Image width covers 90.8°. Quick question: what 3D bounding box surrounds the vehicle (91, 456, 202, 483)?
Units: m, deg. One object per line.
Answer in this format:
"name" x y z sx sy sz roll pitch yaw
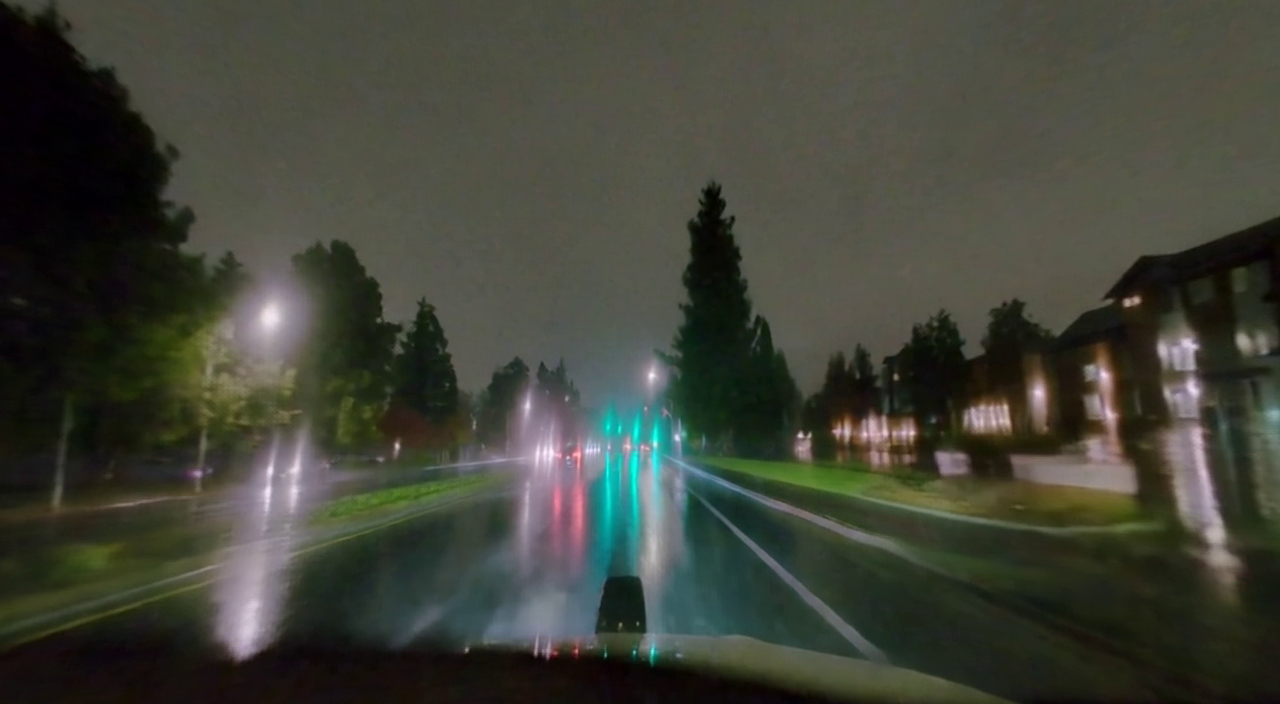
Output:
"vehicle" -28.922 6.895 37.173 4.612 1.454 2.016 1 -8 -8

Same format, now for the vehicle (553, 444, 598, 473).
"vehicle" -3.450 5.743 34.363 1.992 1.447 4.044 0 -8 0

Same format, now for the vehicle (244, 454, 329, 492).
"vehicle" -17.701 6.012 31.860 1.900 1.474 4.431 -4 -7 -2
